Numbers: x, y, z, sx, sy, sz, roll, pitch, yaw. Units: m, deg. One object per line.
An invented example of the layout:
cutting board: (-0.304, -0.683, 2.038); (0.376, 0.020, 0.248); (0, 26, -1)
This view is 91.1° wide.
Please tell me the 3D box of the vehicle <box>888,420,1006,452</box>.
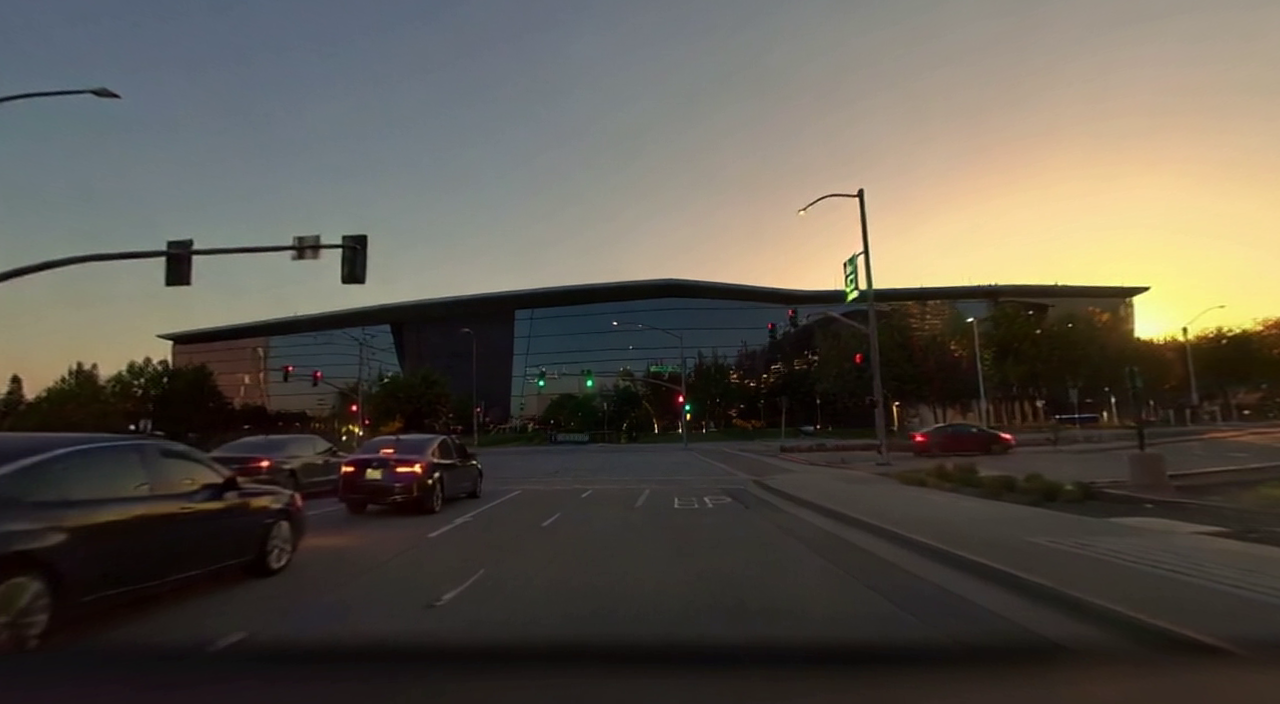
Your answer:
vehicle: (14.960, 4.124, 30.750); (4.767, 1.524, 1.929); (0, -9, -1)

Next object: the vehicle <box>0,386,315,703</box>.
vehicle: (-4.361, 1.143, 4.207); (2.043, 1.636, 4.320); (0, -9, 0)

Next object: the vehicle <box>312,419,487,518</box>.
vehicle: (-4.858, 2.429, 13.582); (1.971, 1.740, 4.654); (0, -9, -1)
